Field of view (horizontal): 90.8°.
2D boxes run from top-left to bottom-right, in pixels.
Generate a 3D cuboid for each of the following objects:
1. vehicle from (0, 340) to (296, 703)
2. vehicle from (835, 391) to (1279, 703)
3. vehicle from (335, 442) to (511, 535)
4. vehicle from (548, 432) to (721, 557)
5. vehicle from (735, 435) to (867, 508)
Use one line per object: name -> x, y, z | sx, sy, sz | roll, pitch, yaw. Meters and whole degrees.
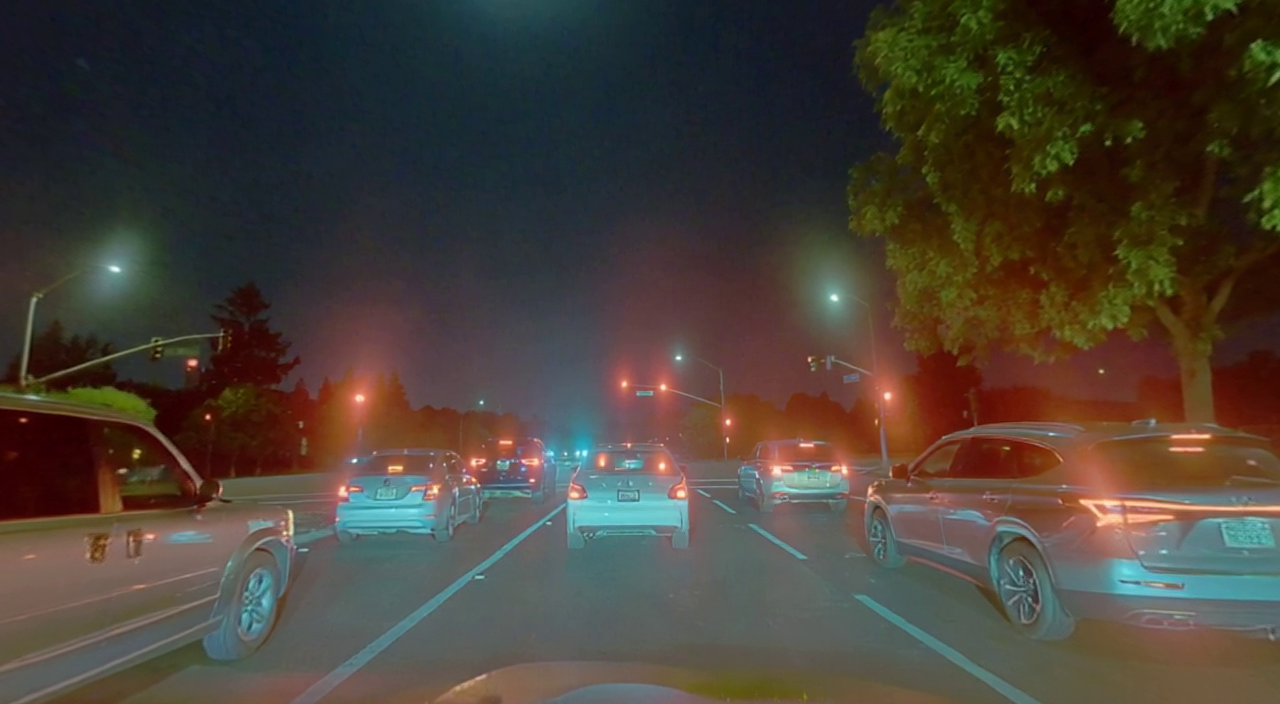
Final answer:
vehicle -> -3.656, 0.838, 2.549 | 2.047, 1.764, 4.369 | 0, -8, 0
vehicle -> 3.385, 1.310, 5.428 | 1.933, 1.564, 4.600 | 0, -8, 0
vehicle -> -3.925, 2.511, 12.334 | 1.919, 1.459, 4.371 | 0, -8, -1
vehicle -> -0.079, 2.003, 9.602 | 2.061, 1.470, 3.970 | 0, -8, 0
vehicle -> 3.648, 2.778, 15.247 | 1.922, 1.472, 4.440 | 0, -8, -1
